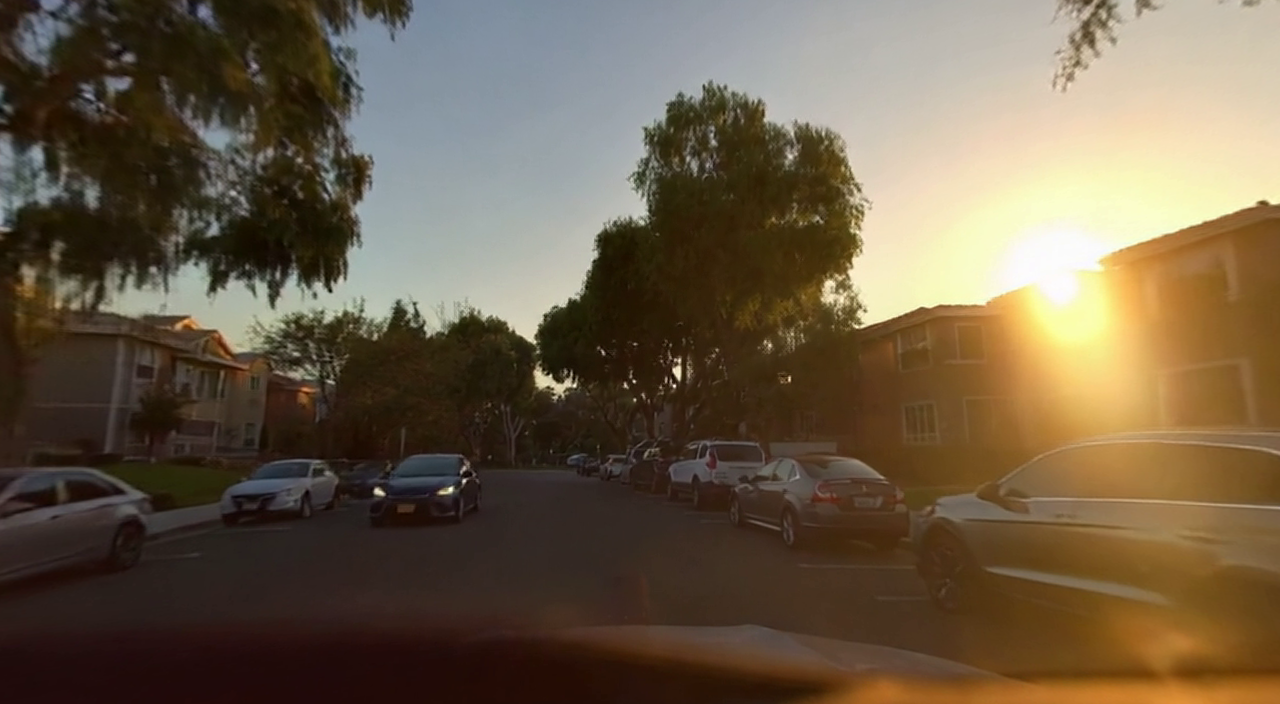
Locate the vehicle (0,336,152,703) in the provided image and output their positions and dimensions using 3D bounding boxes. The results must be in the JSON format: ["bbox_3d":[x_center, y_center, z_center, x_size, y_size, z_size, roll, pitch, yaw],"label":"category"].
[{"bbox_3d":[-4.447,0.729,2.057,2.197,2.047,4.985,1,-9,-8],"label":"vehicle"}]

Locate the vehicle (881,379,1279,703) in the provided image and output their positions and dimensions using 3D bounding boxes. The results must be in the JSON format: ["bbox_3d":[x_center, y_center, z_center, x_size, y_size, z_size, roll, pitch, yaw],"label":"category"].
[{"bbox_3d":[3.830,1.221,4.453,1.937,1.722,4.575,1,-9,-7],"label":"vehicle"}]

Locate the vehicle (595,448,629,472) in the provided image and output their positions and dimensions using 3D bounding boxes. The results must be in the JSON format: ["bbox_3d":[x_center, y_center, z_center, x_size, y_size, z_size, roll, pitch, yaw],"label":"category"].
[{"bbox_3d":[-2.236,8.325,48.789,2.114,1.787,4.783,1,-9,-9],"label":"vehicle"}]

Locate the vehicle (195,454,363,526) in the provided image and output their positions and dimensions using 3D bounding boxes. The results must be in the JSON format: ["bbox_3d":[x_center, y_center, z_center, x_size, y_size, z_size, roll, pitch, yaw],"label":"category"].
[{"bbox_3d":[-8.803,3.343,15.953,2.119,1.476,4.588,1,-9,-9],"label":"vehicle"}]

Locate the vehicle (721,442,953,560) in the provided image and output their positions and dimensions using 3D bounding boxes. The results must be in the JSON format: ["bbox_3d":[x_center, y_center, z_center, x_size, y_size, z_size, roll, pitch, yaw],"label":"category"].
[{"bbox_3d":[2.957,2.334,10.708,1.876,1.538,4.447,1,-9,-10],"label":"vehicle"}]

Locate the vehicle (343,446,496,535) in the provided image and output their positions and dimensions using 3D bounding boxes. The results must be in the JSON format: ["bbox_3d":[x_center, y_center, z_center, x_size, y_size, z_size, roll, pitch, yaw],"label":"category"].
[{"bbox_3d":[-4.286,2.725,13.093,1.971,1.476,4.593,1,-9,-6],"label":"vehicle"}]
